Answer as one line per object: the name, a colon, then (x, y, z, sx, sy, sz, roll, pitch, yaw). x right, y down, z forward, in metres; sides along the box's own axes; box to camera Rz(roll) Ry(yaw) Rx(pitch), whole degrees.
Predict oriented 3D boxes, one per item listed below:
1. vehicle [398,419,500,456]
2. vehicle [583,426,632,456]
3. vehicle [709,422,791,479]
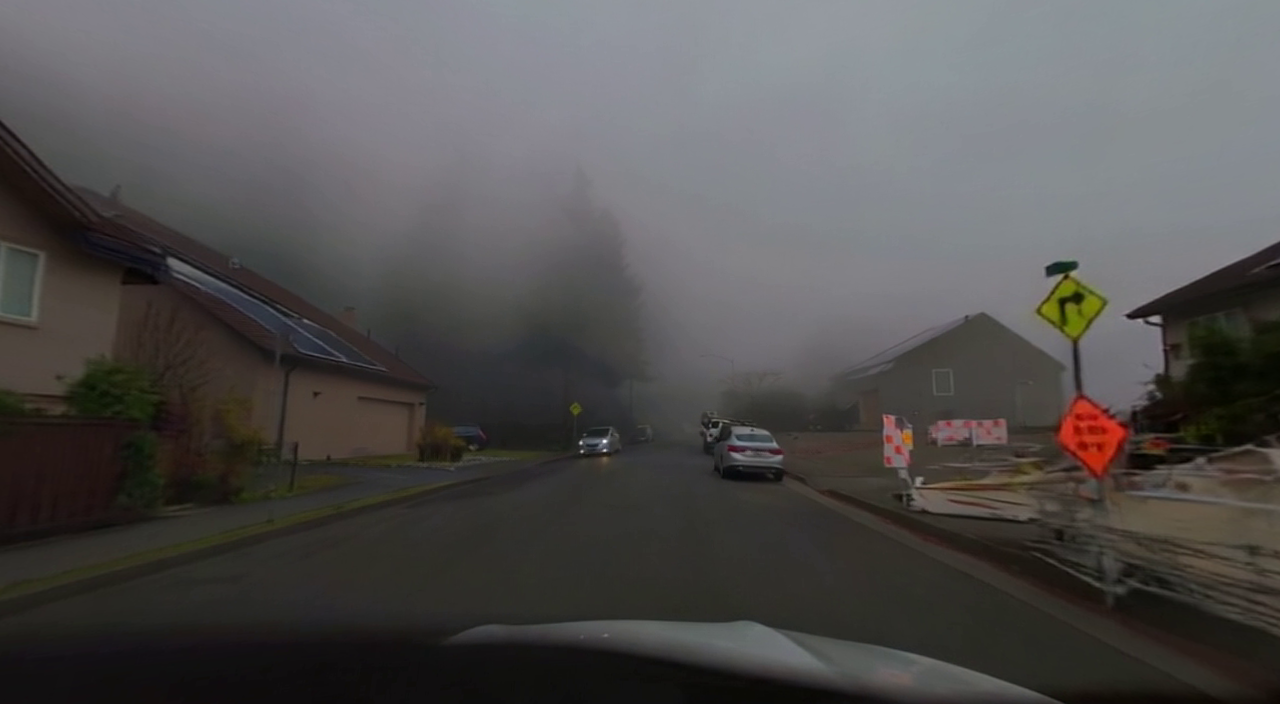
vehicle: (-9.273, 4.172, 30.847, 4.205, 1.745, 2.121, -1, -8, 6)
vehicle: (-1.673, 4.726, 33.601, 1.972, 1.499, 4.191, -1, -8, 6)
vehicle: (3.113, 2.858, 18.590, 1.998, 1.494, 3.927, -1, -8, 4)
